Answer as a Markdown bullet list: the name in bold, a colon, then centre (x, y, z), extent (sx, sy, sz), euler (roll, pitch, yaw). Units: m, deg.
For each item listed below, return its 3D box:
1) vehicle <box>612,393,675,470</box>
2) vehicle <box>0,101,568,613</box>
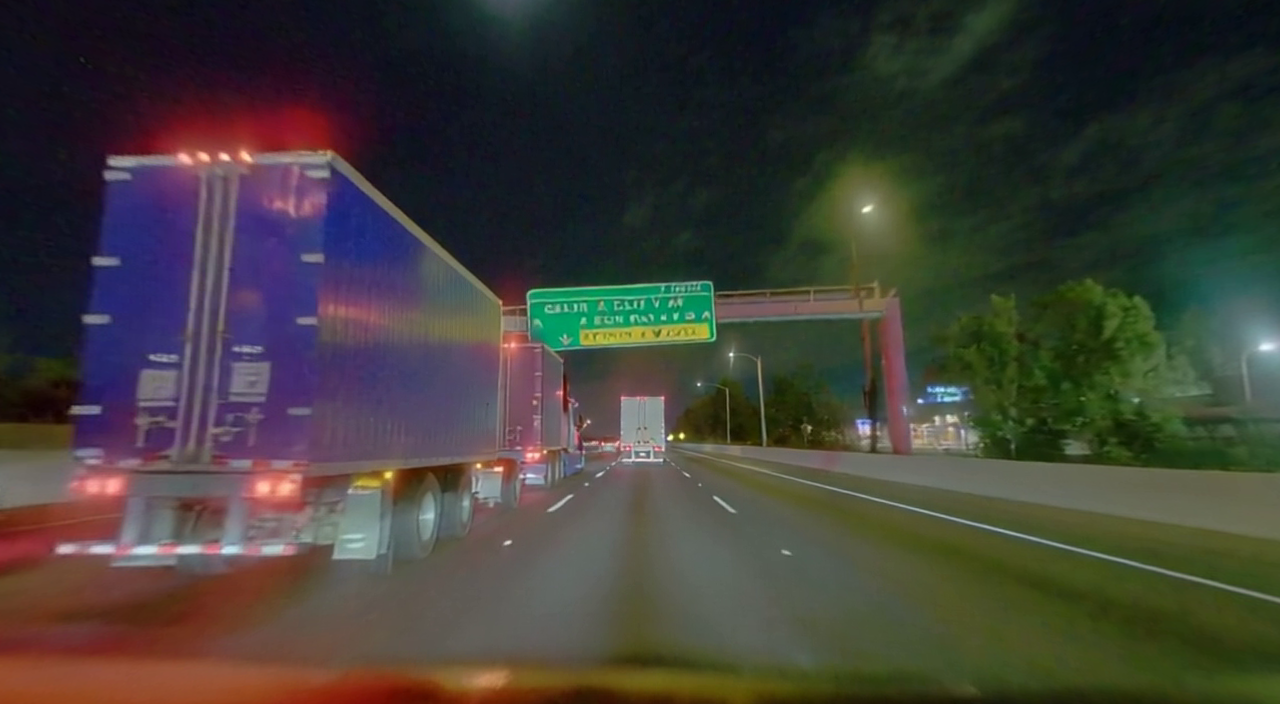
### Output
- **vehicle**: centre (0.103, 4.458, 34.579), extent (2.941, 3.604, 9.851), euler (0, -9, 0)
- **vehicle**: centre (-3.894, 1.098, 12.775), extent (2.875, 4.083, 15.756), euler (0, -9, 0)
